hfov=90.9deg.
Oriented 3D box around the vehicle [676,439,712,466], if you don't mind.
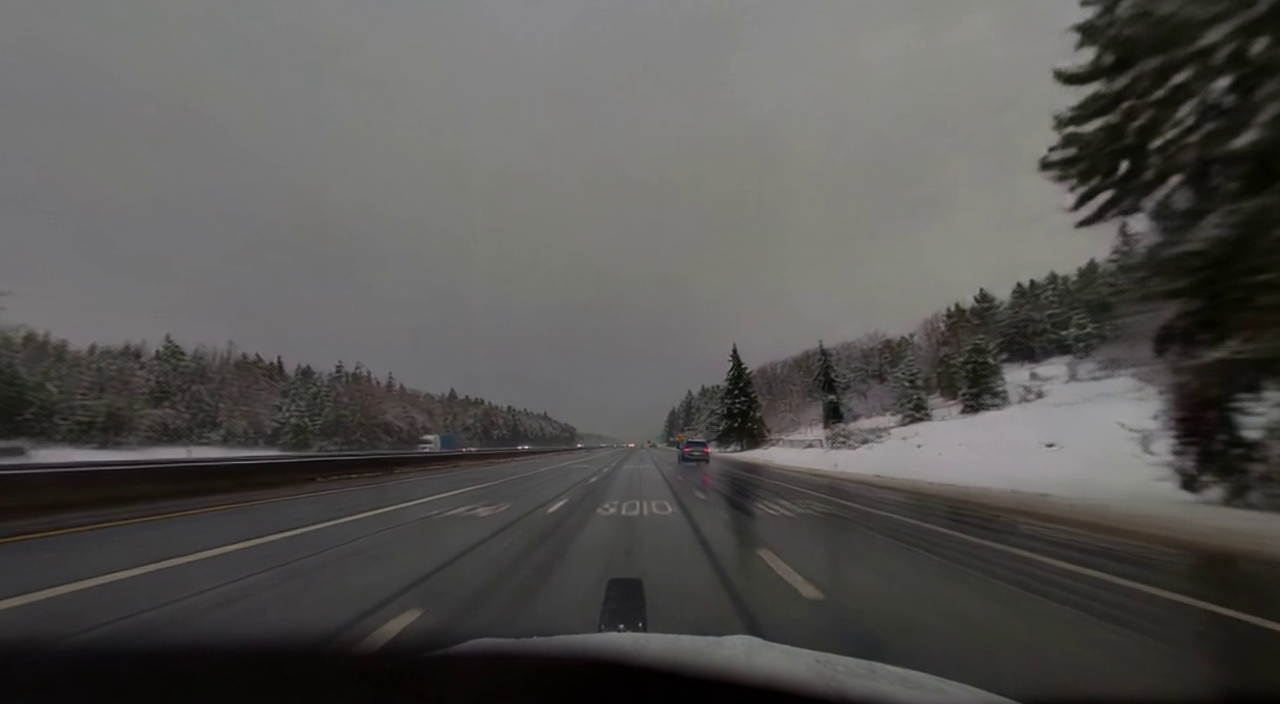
[{"bbox_3d":[4.000,7.542,47.601,2.172,1.930,4.879,0,-9,-2],"label":"vehicle"}]
